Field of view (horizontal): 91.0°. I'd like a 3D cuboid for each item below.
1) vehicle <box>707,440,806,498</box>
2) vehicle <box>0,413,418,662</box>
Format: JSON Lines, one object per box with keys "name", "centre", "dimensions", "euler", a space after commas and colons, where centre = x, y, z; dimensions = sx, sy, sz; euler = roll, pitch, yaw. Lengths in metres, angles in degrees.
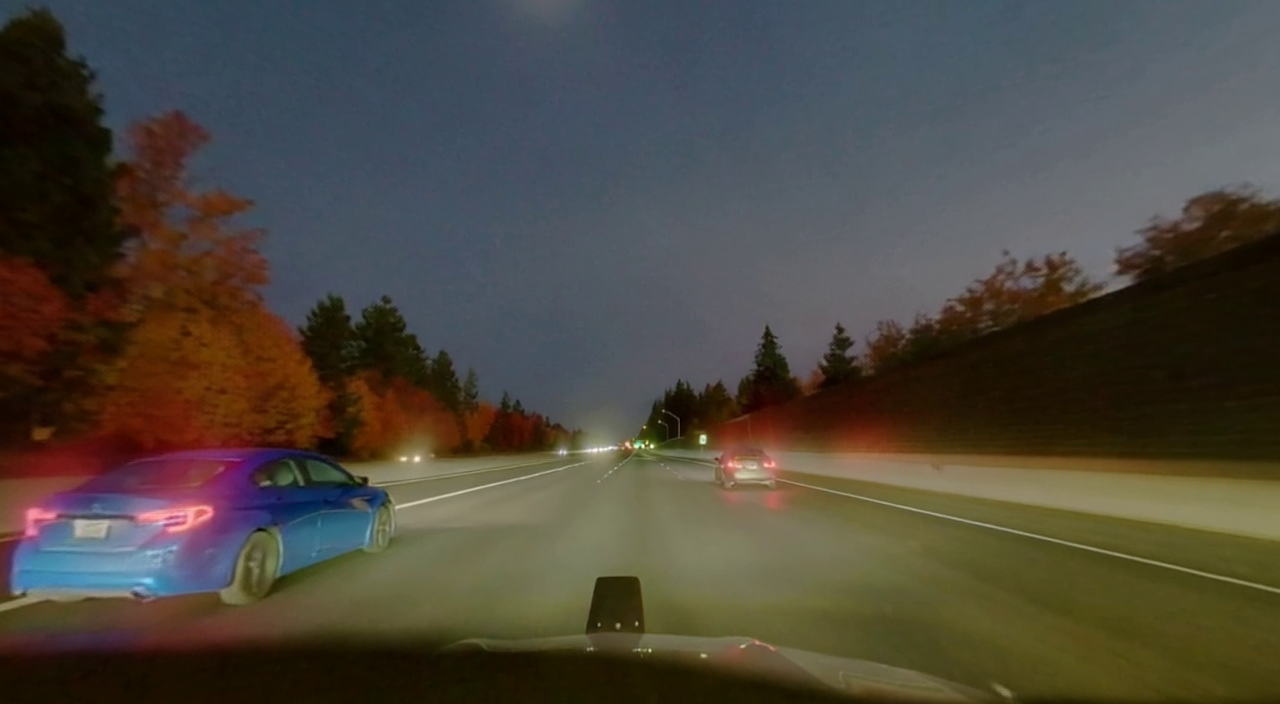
{"name": "vehicle", "centre": [3.483, 3.609, 19.831], "dimensions": [2.146, 1.573, 4.661], "euler": [0, -9, -1]}
{"name": "vehicle", "centre": [-4.010, 1.498, 6.210], "dimensions": [2.010, 1.550, 4.376], "euler": [0, -9, 0]}
